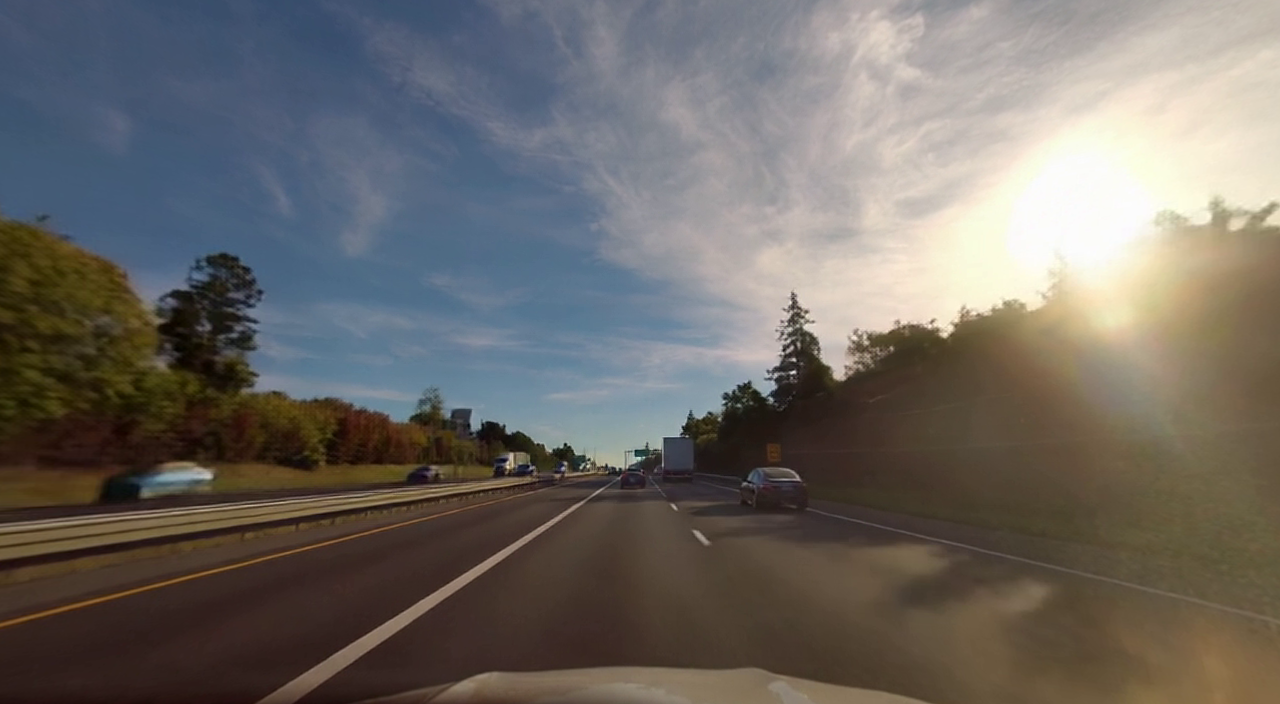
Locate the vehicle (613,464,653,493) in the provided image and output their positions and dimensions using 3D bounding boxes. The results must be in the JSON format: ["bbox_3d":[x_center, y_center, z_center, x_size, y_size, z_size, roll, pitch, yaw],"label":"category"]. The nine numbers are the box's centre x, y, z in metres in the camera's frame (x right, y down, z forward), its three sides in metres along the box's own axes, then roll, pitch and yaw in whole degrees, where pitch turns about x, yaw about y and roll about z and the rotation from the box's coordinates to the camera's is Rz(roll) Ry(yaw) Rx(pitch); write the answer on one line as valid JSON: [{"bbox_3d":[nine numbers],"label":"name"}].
[{"bbox_3d":[-0.397,6.861,34.283,2.010,1.436,3.973,1,-10,-1],"label":"vehicle"}]

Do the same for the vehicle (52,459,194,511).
[{"bbox_3d":[-19.974,5.136,24.620,1.911,1.773,4.182,1,-10,0],"label":"vehicle"}]

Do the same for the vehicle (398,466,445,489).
[{"bbox_3d":[-16.561,9.511,47.971,1.910,1.585,4.351,1,-10,0],"label":"vehicle"}]

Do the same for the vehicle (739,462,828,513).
[{"bbox_3d":[4.658,4.489,21.153,1.897,1.476,4.334,1,-10,-1],"label":"vehicle"}]
